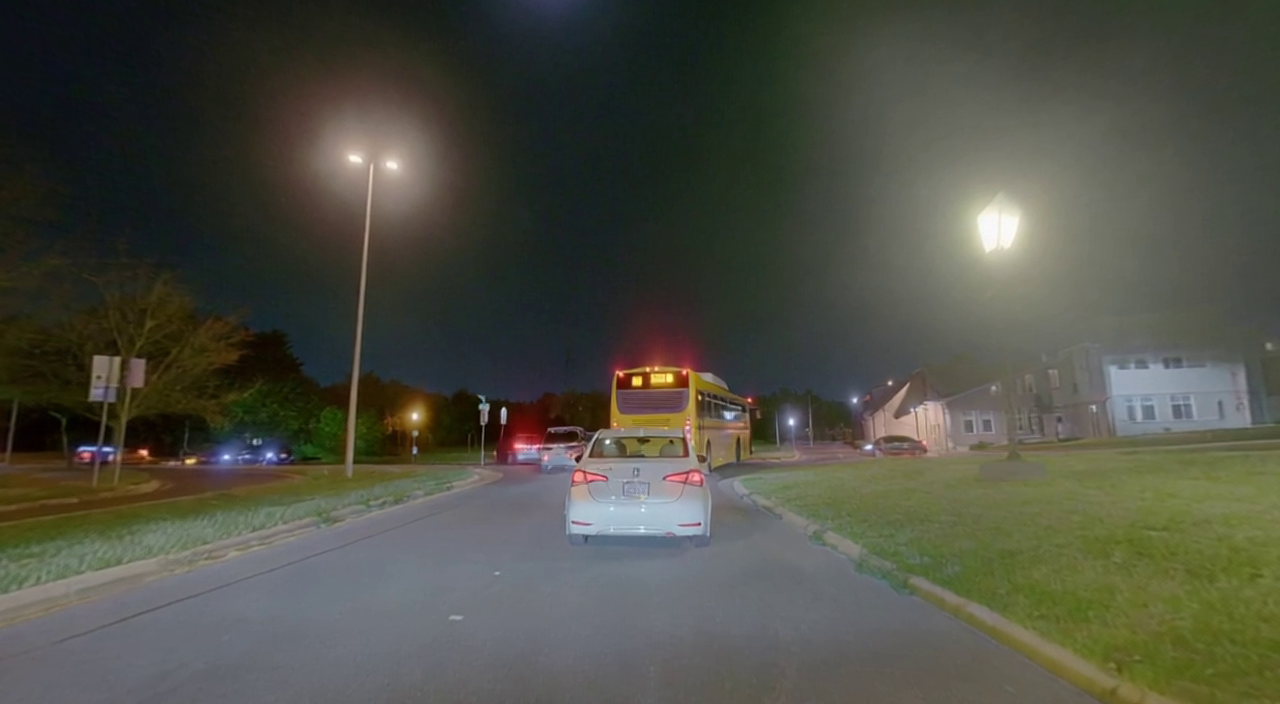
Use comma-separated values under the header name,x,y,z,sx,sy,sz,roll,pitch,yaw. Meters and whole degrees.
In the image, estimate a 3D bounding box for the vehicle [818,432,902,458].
name,x,y,z,sx,sy,sz,roll,pitch,yaw
vehicle,12.921,5.475,37.117,4.338,1.464,1.782,-5,-10,29

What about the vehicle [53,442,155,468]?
name,x,y,z,sx,sy,sz,roll,pitch,yaw
vehicle,-32.071,6.172,37.885,4.473,1.442,1.743,7,-11,-39

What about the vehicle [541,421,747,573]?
name,x,y,z,sx,sy,sz,roll,pitch,yaw
vehicle,0.078,1.714,8.213,2.020,1.478,3.922,0,-8,1

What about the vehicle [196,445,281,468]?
name,x,y,z,sx,sy,sz,roll,pitch,yaw
vehicle,-25.996,6.791,41.005,4.403,1.422,1.697,4,-9,-25
